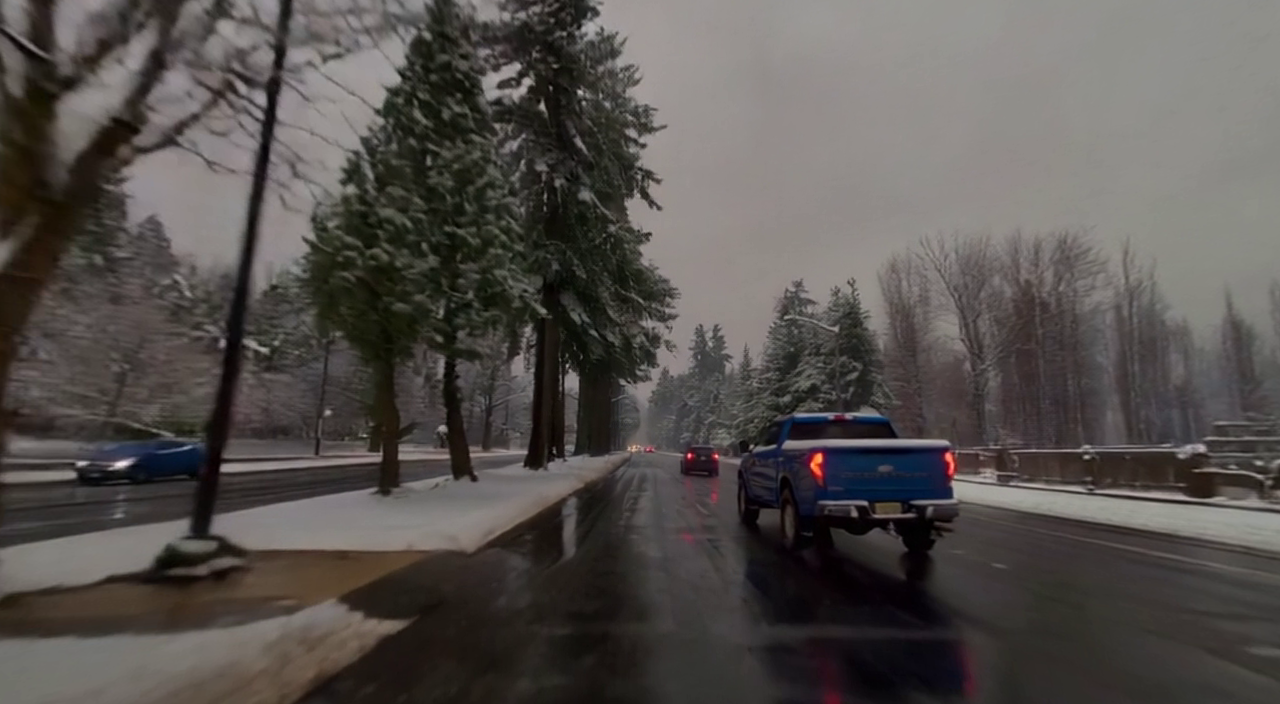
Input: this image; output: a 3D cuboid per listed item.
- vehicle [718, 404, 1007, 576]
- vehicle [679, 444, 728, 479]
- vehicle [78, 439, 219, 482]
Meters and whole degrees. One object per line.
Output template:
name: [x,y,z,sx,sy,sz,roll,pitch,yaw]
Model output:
vehicle: [2.876,1.988,10.071,2.553,1.942,5.679,0,-8,0]
vehicle: [3.285,5.781,33.509,2.108,1.712,4.616,0,-8,0]
vehicle: [-19.166,4.224,24.901,2.002,1.525,4.353,0,-8,1]
